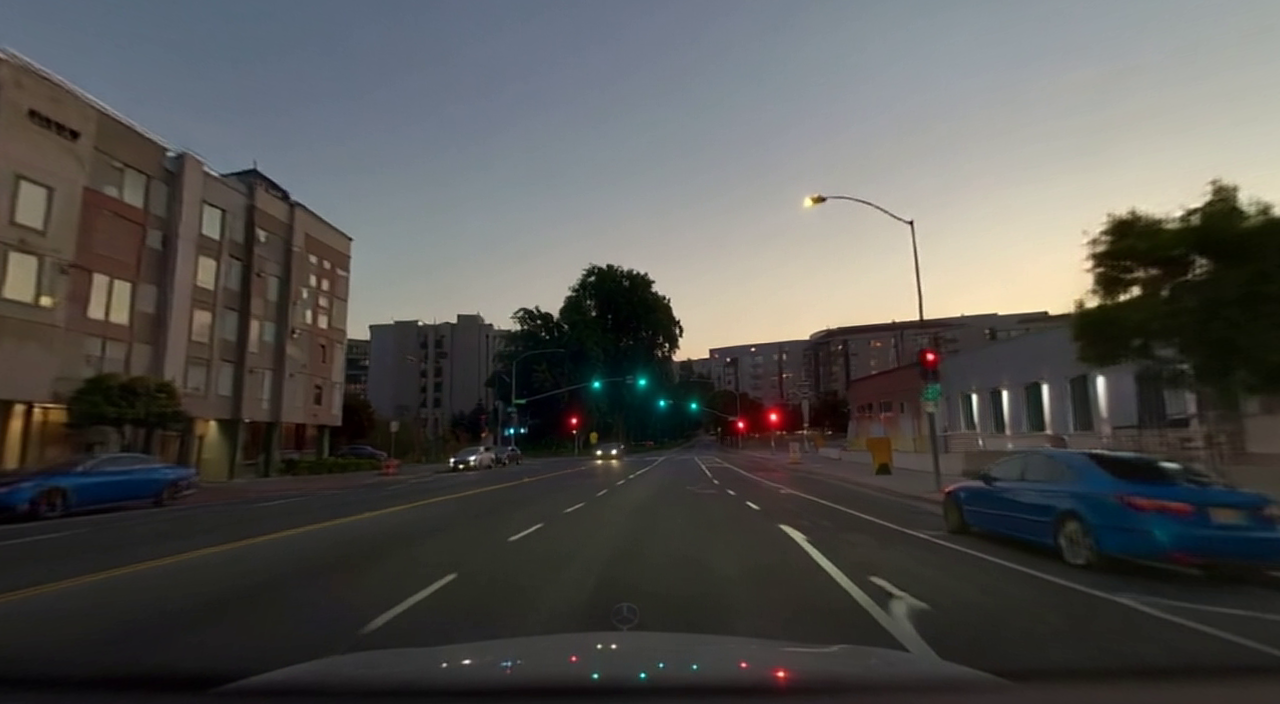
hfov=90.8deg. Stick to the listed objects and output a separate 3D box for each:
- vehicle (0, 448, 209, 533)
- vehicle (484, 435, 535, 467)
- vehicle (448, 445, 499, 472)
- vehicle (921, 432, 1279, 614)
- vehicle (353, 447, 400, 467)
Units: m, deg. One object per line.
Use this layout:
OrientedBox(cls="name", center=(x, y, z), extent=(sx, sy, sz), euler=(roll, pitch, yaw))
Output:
OrientedBox(cls="vehicle", center=(-12.248, 2.869, 13.840), extent=(1.894, 1.493, 4.902), euler=(-1, -8, 5))
OrientedBox(cls="vehicle", center=(-9.552, 7.296, 46.667), extent=(2.268, 2.181, 5.482), euler=(-1, -8, 4))
OrientedBox(cls="vehicle", center=(-10.253, 6.565, 39.168), extent=(1.868, 1.520, 3.796), euler=(-1, -8, 3))
OrientedBox(cls="vehicle", center=(5.706, 1.802, 7.916), extent=(2.010, 1.473, 5.353), euler=(0, -8, 1))
OrientedBox(cls="vehicle", center=(-20.746, 8.245, 49.877), extent=(1.788, 1.487, 3.880), euler=(0, -8, 3))
